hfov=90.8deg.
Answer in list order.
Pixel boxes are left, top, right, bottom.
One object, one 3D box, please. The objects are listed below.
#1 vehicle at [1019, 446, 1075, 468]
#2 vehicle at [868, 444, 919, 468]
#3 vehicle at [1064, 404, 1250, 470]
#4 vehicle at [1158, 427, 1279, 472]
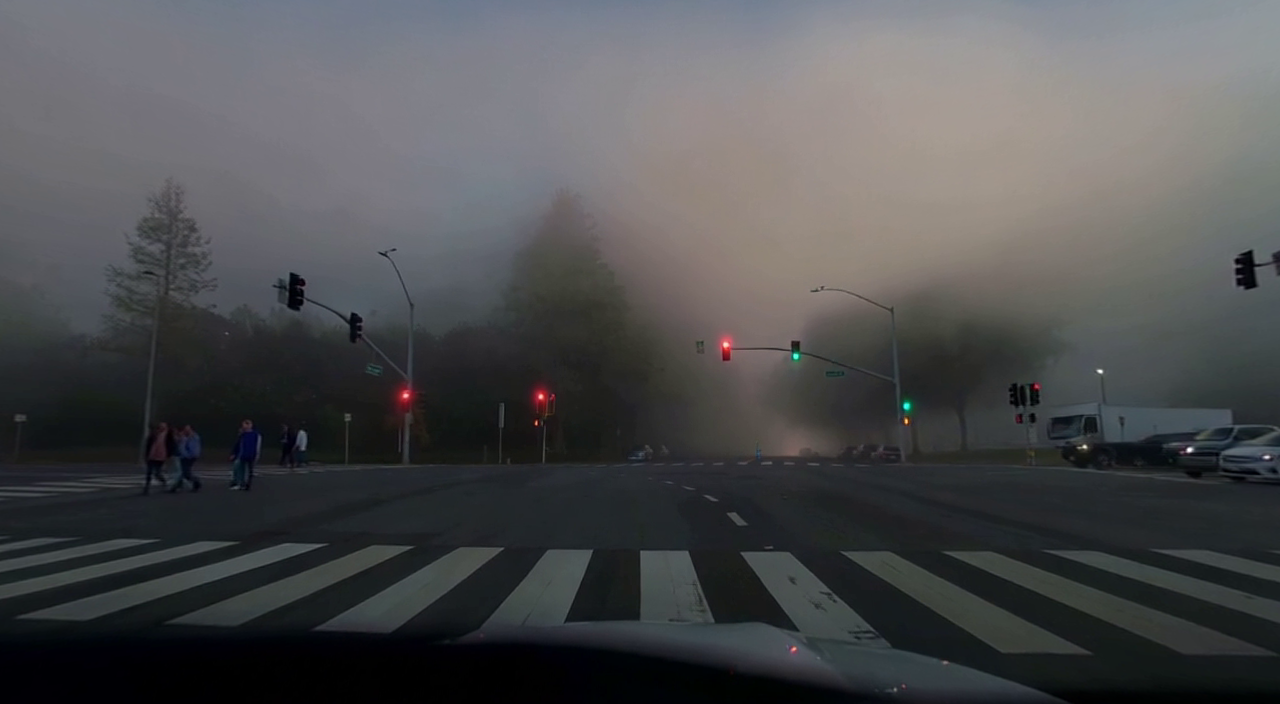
[{"bbox_3d":[27.682,7.133,43.088,1.589,1.405,3.633,-1,-9,5],"label":"vehicle"},{"bbox_3d":[17.500,7.189,43.766,1.789,1.557,4.293,0,-9,1],"label":"vehicle"},{"bbox_3d":[22.962,3.832,28.331,5.855,2.746,2.523,-1,-9,3],"label":"vehicle"},{"bbox_3d":[21.272,3.377,21.964,4.740,1.464,1.876,-1,-9,3],"label":"vehicle"}]
